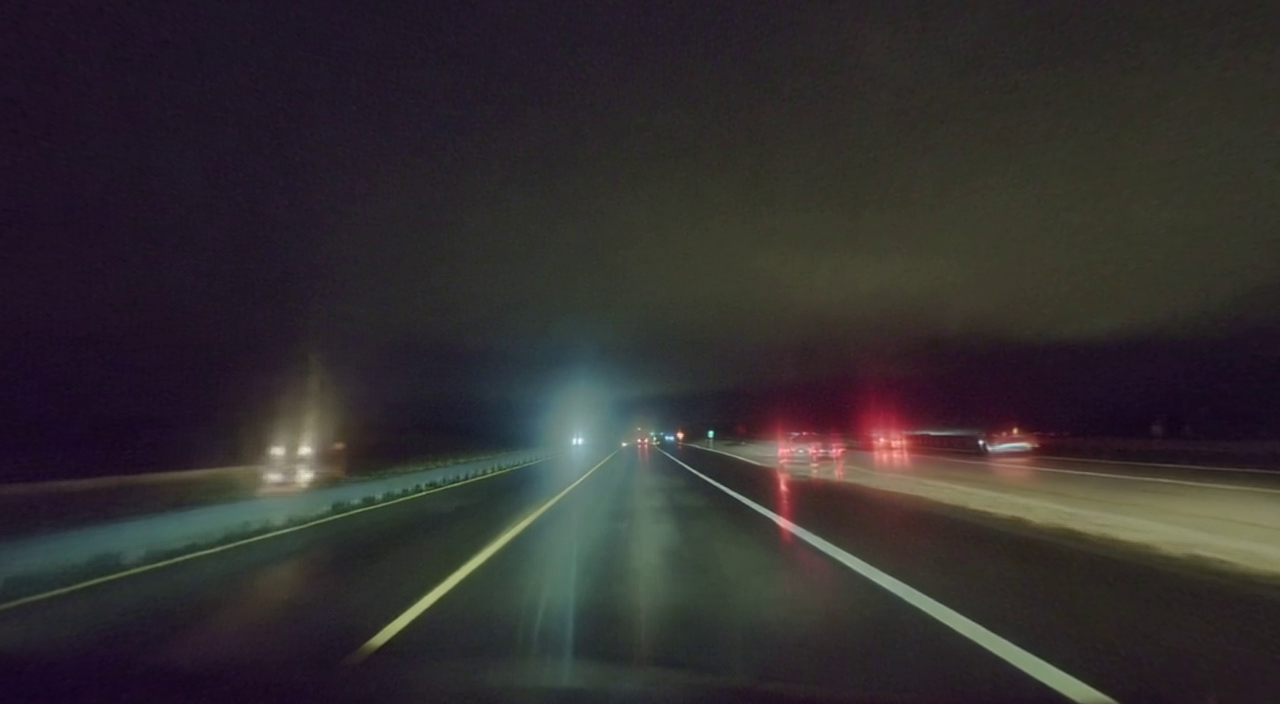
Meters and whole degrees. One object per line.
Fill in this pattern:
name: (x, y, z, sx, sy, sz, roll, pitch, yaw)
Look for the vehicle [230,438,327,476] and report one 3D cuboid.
vehicle: (-16.495, 4.772, 28.949, 1.893, 1.607, 4.347, 0, -8, 0)
